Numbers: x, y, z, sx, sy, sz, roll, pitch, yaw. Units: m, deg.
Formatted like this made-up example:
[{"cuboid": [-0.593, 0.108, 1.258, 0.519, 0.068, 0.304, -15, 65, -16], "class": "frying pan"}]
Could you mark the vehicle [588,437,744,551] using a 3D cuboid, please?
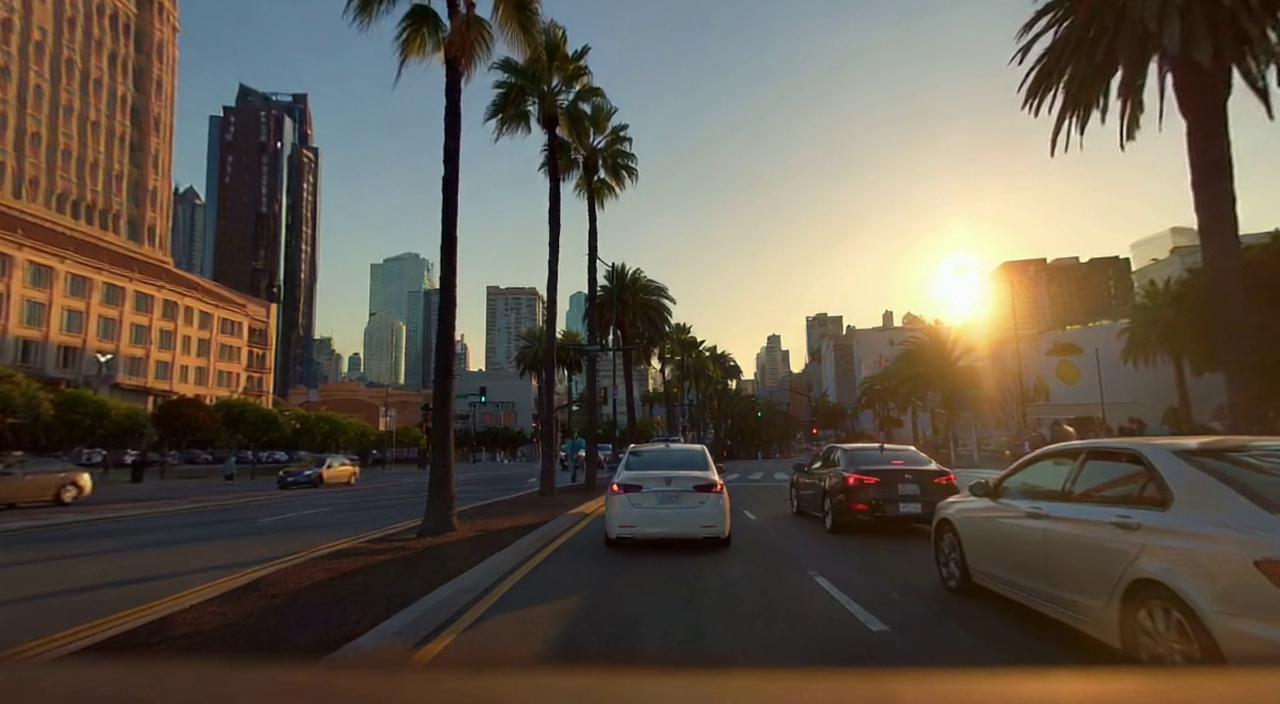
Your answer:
[{"cuboid": [0.414, 2.186, 10.375, 2.078, 1.503, 3.681, -1, -9, 2], "class": "vehicle"}]

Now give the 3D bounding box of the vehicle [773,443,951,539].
[{"cuboid": [3.989, 2.543, 12.279, 1.920, 1.490, 4.417, 0, -9, 1], "class": "vehicle"}]

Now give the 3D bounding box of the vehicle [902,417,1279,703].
[{"cuboid": [3.646, 1.275, 4.356, 1.913, 1.469, 4.425, -1, -9, 2], "class": "vehicle"}]

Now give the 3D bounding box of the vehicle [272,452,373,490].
[{"cuboid": [-15.168, 5.668, 30.504, 2.078, 1.662, 4.436, -2, -9, 9], "class": "vehicle"}]

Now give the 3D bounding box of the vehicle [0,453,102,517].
[{"cuboid": [-16.923, 3.482, 16.632, 1.801, 1.563, 4.015, -1, -9, 3], "class": "vehicle"}]
